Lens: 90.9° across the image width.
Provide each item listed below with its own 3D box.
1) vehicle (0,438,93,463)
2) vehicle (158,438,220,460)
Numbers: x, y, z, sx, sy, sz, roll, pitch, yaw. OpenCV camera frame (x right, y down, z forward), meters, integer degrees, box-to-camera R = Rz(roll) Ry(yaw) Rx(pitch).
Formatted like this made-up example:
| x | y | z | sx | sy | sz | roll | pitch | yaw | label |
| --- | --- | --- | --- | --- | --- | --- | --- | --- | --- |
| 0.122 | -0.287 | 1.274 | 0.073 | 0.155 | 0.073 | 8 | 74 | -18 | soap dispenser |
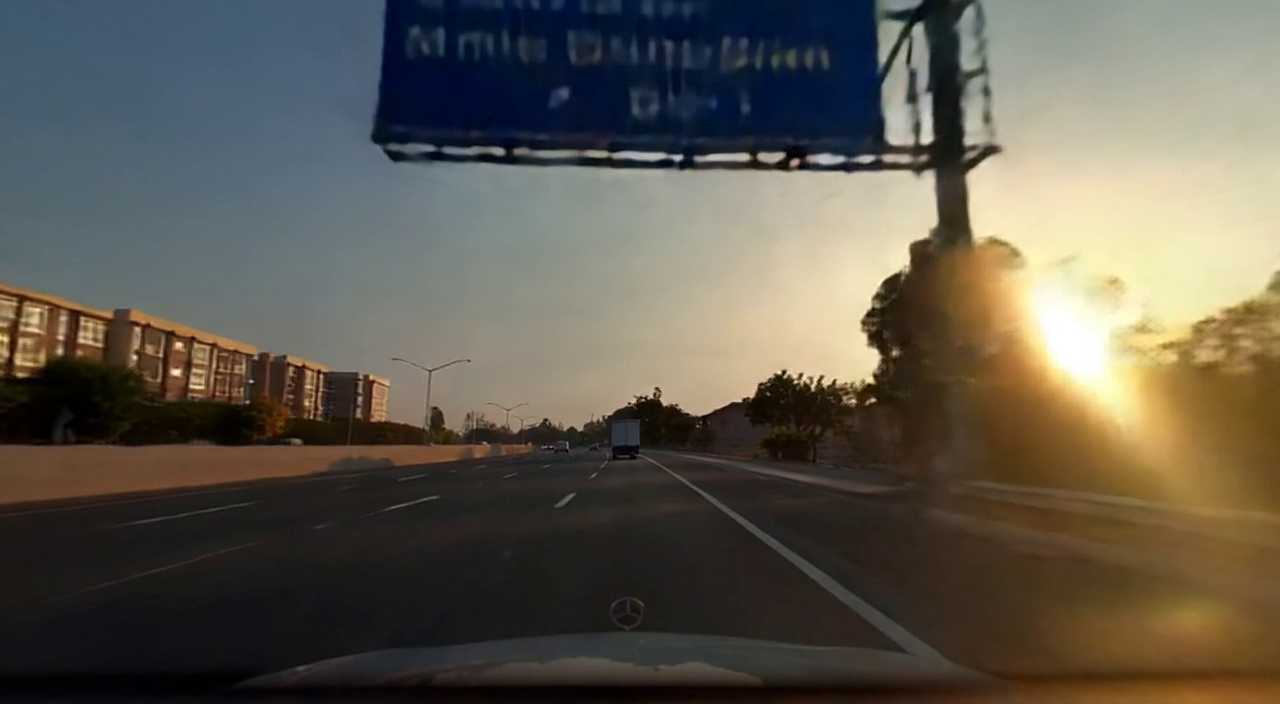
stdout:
| x | y | z | sx | sy | sz | roll | pitch | yaw | label |
| --- | --- | --- | --- | --- | --- | --- | --- | --- | --- |
| -40.354 | 6.702 | 43.048 | 1.858 | 1.574 | 4.642 | 0 | -8 | -1 | vehicle |
| -33.750 | 7.281 | 47.354 | 1.797 | 1.518 | 3.946 | 0 | -8 | -1 | vehicle |
